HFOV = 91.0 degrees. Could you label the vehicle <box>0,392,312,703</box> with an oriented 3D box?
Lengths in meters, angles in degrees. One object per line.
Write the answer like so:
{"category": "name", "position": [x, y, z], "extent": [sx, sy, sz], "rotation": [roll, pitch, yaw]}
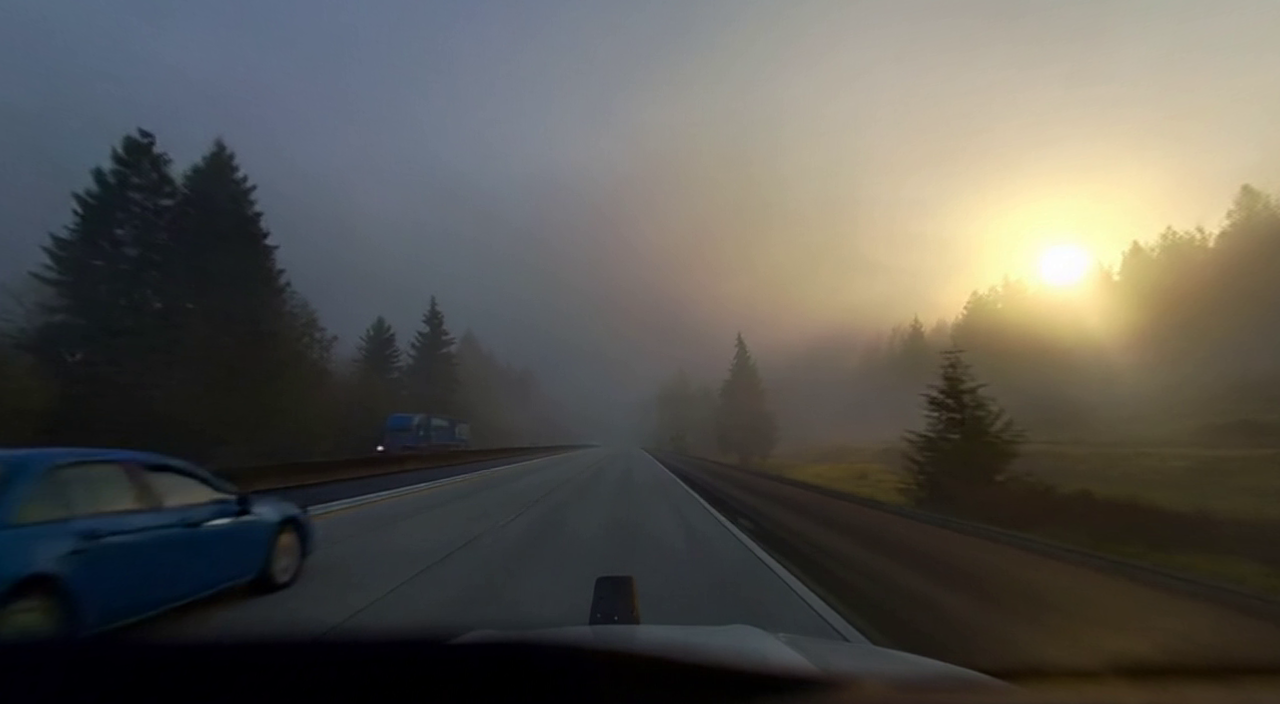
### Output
{"category": "vehicle", "position": [-4.250, 1.078, 3.586], "extent": [2.202, 1.587, 4.754], "rotation": [-1, -8, 0]}

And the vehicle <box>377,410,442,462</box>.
{"category": "vehicle", "position": [-18.124, 6.689, 49.929], "extent": [2.950, 3.801, 5.860], "rotation": [-1, -8, -1]}
